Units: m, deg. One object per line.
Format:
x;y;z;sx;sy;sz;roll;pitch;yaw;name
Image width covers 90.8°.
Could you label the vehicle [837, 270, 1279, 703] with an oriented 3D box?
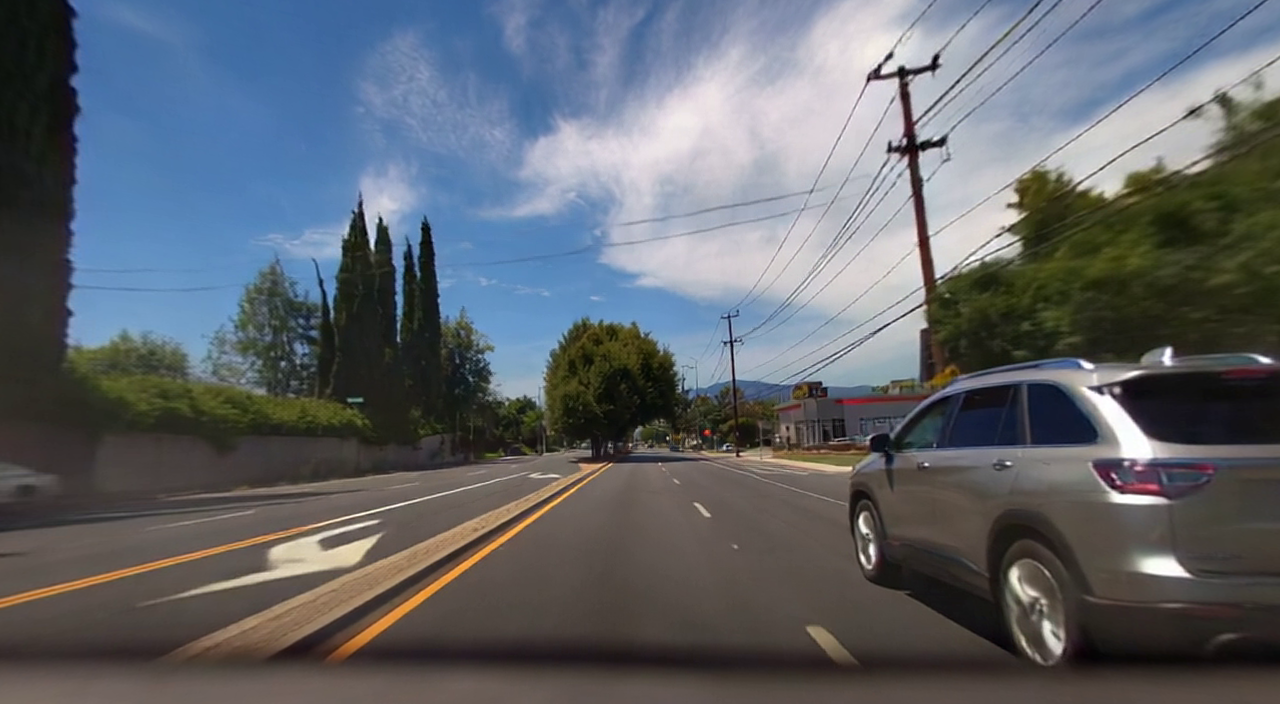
3.032;0.948;3.917;2.060;1.820;4.713;0;-9;0;vehicle
